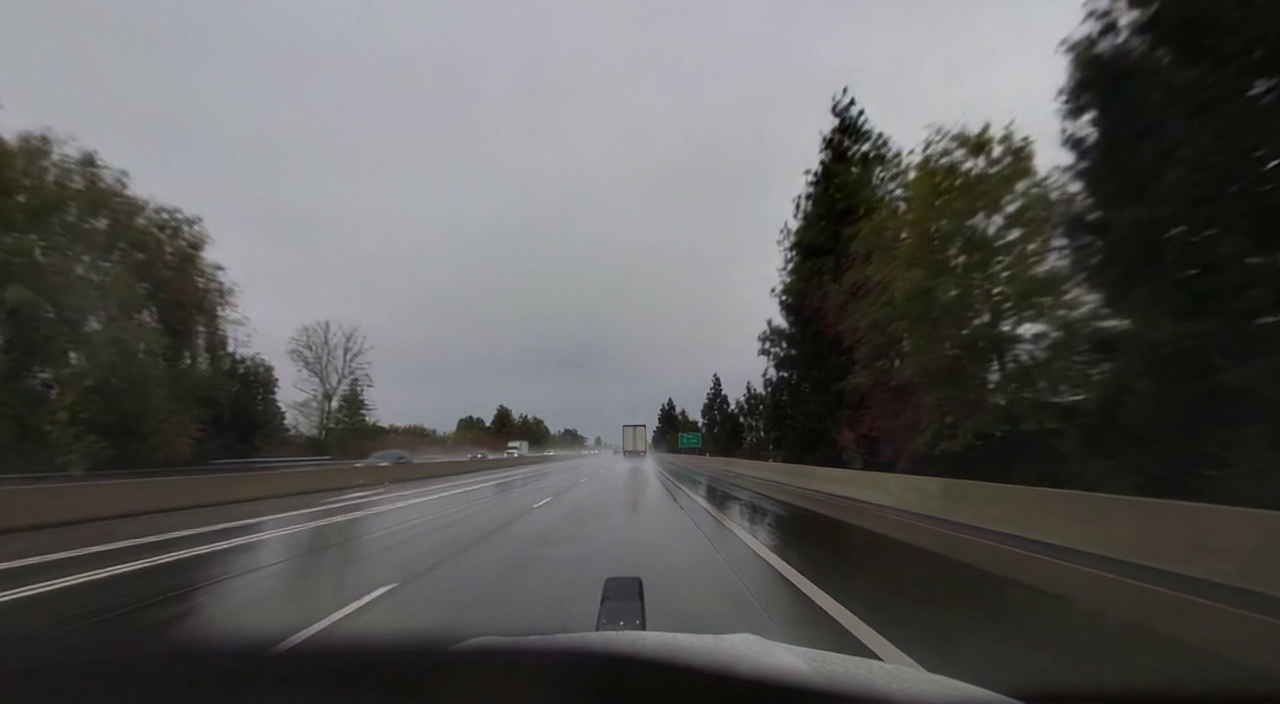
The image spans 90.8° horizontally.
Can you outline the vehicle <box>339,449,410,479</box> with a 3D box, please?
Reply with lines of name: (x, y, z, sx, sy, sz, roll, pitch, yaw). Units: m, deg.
vehicle: (-14.330, 6.042, 34.301, 2.014, 1.530, 4.306, 0, -9, -1)
